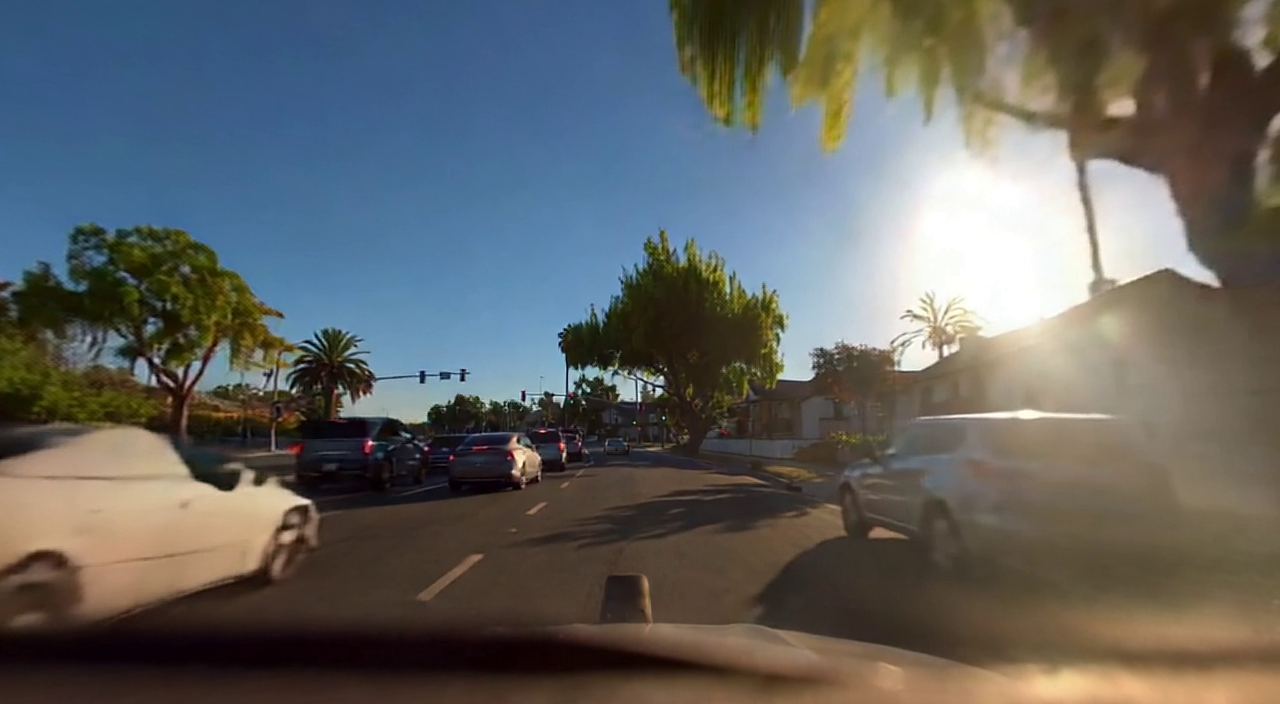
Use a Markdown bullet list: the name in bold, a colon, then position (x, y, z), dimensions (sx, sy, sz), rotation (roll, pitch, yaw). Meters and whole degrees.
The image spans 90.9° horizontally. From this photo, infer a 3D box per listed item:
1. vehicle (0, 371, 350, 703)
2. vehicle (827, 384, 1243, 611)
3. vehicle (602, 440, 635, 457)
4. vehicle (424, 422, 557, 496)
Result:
- **vehicle**: position (-4.033, 1.052, 4.186), dimensions (2.051, 1.572, 4.207), rotation (0, -8, 2)
- **vehicle**: position (3.709, 1.425, 7.102), dimensions (1.801, 1.746, 4.325), rotation (0, -8, -1)
- **vehicle**: position (-1.685, 7.347, 48.241), dimensions (2.131, 1.222, 3.868), rotation (1, -8, -7)
- **vehicle**: position (-3.602, 2.679, 16.204), dimensions (2.181, 1.636, 4.504), rotation (0, -8, 2)
